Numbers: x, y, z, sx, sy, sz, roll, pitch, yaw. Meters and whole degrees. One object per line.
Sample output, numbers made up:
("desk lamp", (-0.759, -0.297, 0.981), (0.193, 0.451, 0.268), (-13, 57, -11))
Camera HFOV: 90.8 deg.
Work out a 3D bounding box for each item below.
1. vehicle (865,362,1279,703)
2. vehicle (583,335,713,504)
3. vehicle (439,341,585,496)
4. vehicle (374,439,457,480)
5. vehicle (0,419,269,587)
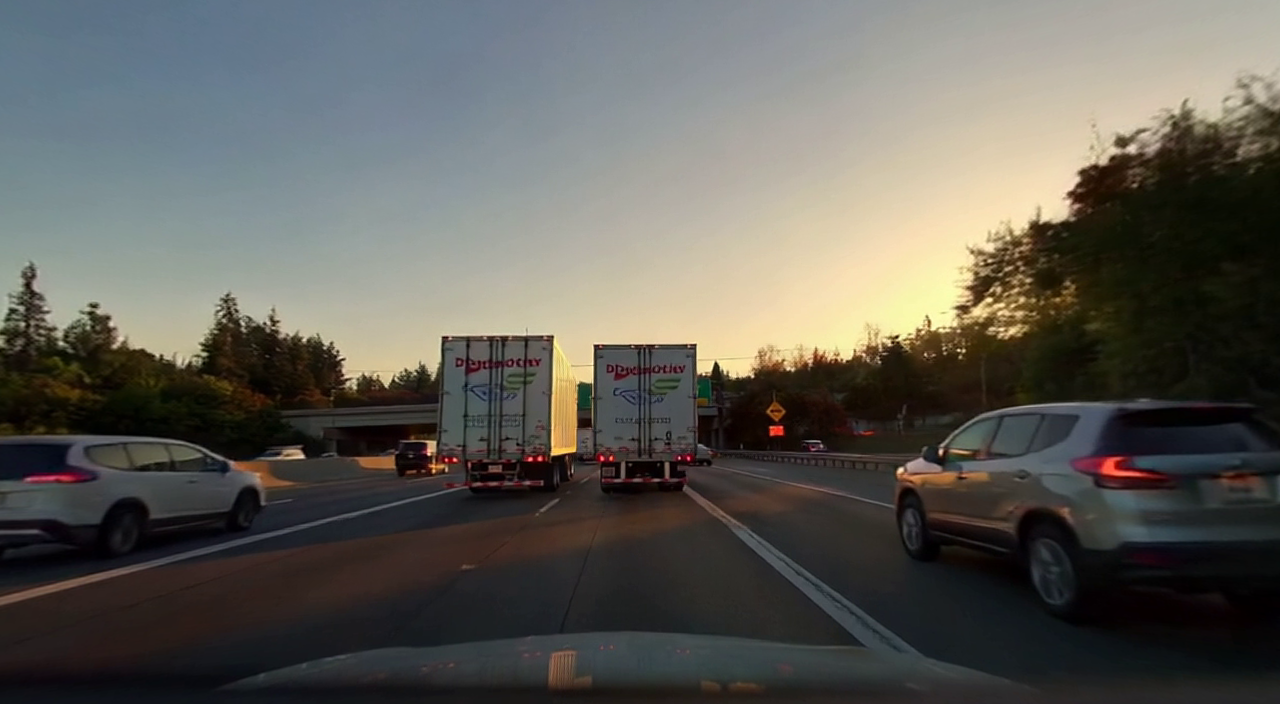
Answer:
("vehicle", (3.961, 1.262, 5.612), (2.136, 1.753, 4.644), (0, -9, -1))
("vehicle", (0.077, 2.237, 19.274), (2.910, 3.828, 9.805), (0, -9, -1))
("vehicle", (-3.879, 2.561, 22.370), (2.888, 4.154, 10.960), (0, -9, 0))
("vehicle", (-11.071, 5.328, 31.693), (2.120, 1.862, 5.530), (0, -8, 0))
("vehicle", (-7.455, 1.870, 8.685), (2.017, 1.694, 4.420), (0, -9, -1))
